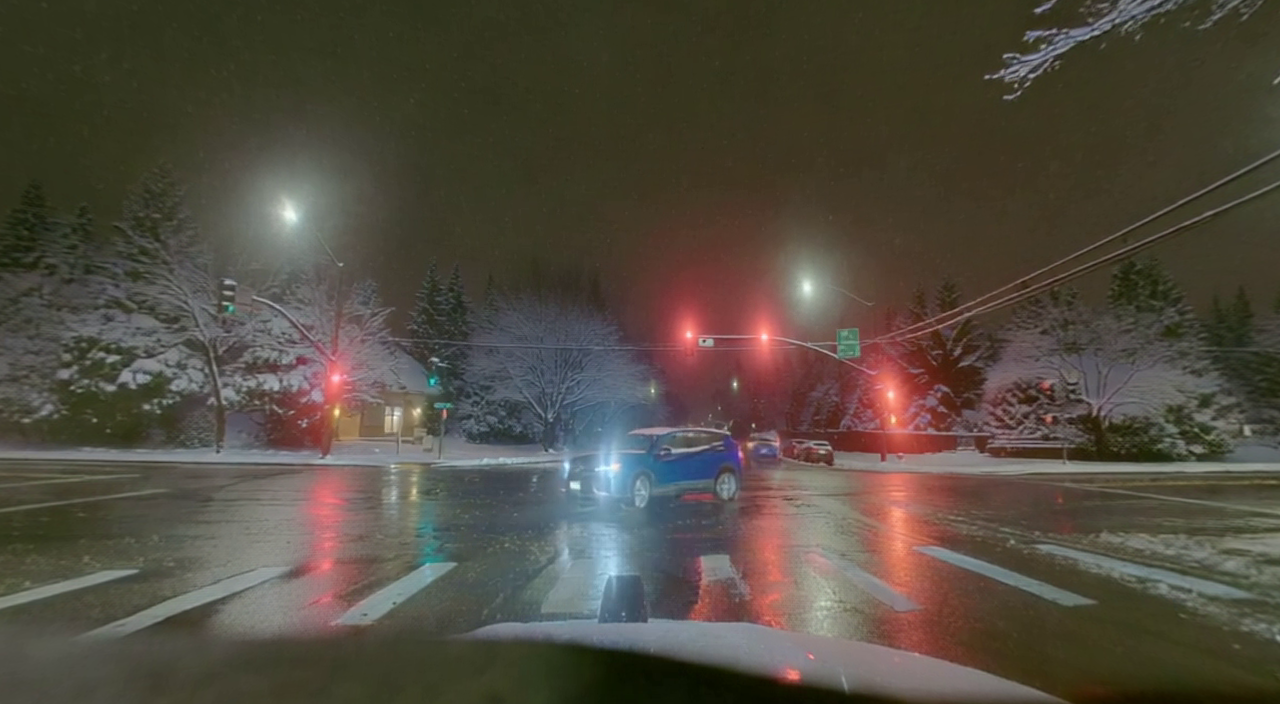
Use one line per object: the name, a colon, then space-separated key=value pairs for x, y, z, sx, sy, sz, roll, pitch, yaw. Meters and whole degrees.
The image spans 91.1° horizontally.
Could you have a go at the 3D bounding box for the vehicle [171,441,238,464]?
vehicle: x=-29.096 y=6.701 z=42.052 sx=1.696 sy=1.431 sz=3.686 roll=-1 pitch=-8 yaw=3

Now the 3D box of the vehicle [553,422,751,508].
vehicle: x=0.411 y=2.672 z=15.310 sx=4.580 sy=1.768 sz=2.134 roll=7 pitch=-11 yaw=-42
